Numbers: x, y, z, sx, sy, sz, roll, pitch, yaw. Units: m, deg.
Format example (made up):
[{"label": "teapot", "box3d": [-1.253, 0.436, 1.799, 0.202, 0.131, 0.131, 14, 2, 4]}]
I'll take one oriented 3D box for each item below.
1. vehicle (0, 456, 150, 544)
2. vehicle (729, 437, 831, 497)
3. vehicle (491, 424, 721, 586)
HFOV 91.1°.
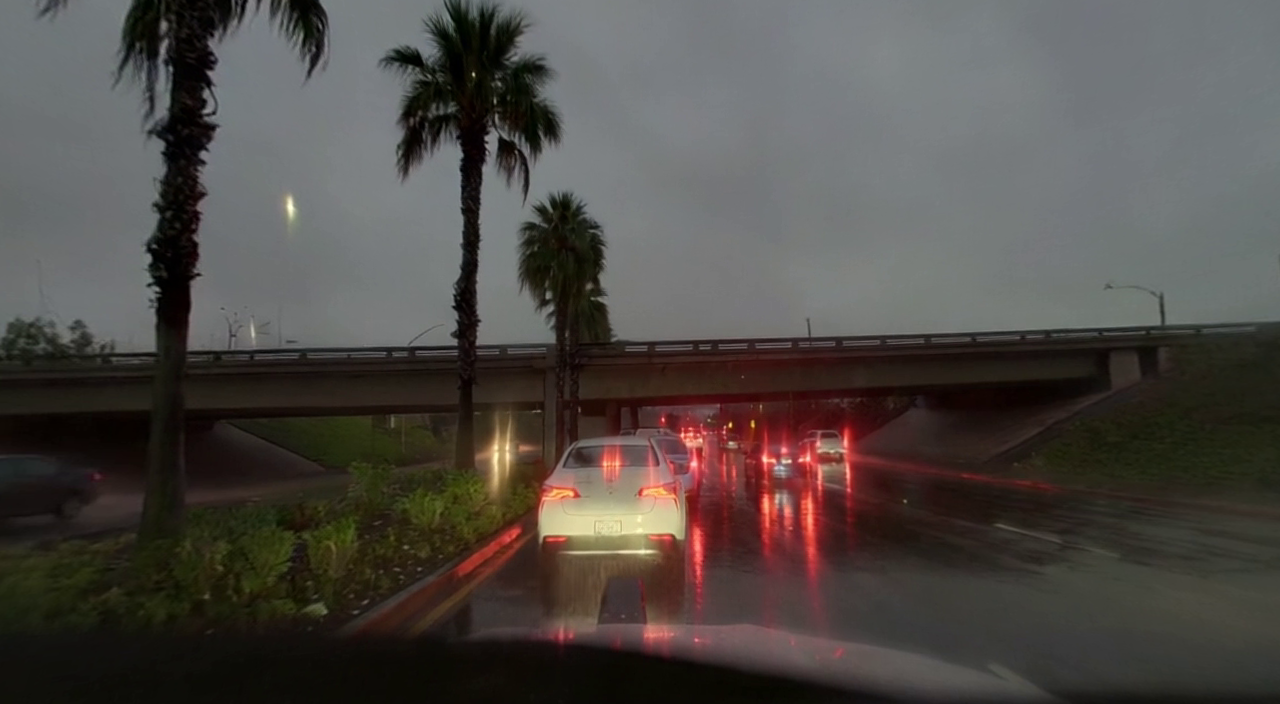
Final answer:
[{"label": "vehicle", "box3d": [-12.285, 2.813, 12.166, 1.933, 1.486, 4.449, 0, -9, 0]}, {"label": "vehicle", "box3d": [3.933, 3.313, 18.548, 2.034, 1.517, 4.840, 0, -9, 2]}, {"label": "vehicle", "box3d": [-0.256, 1.750, 8.004, 2.172, 1.506, 4.018, 0, -9, 2]}]
